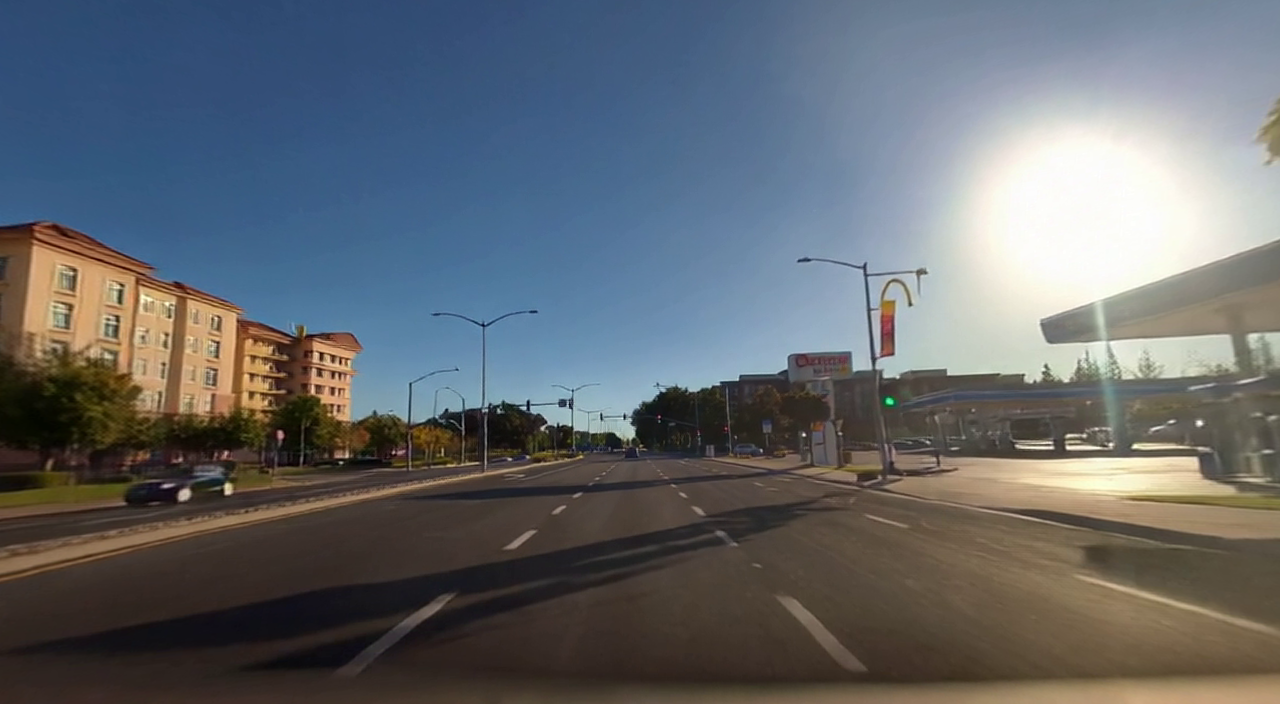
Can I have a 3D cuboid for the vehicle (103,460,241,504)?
[{"bbox_3d":[-18.541,5.141,25.379,2.048,1.479,4.490,-1,-8,1],"label":"vehicle"}]
